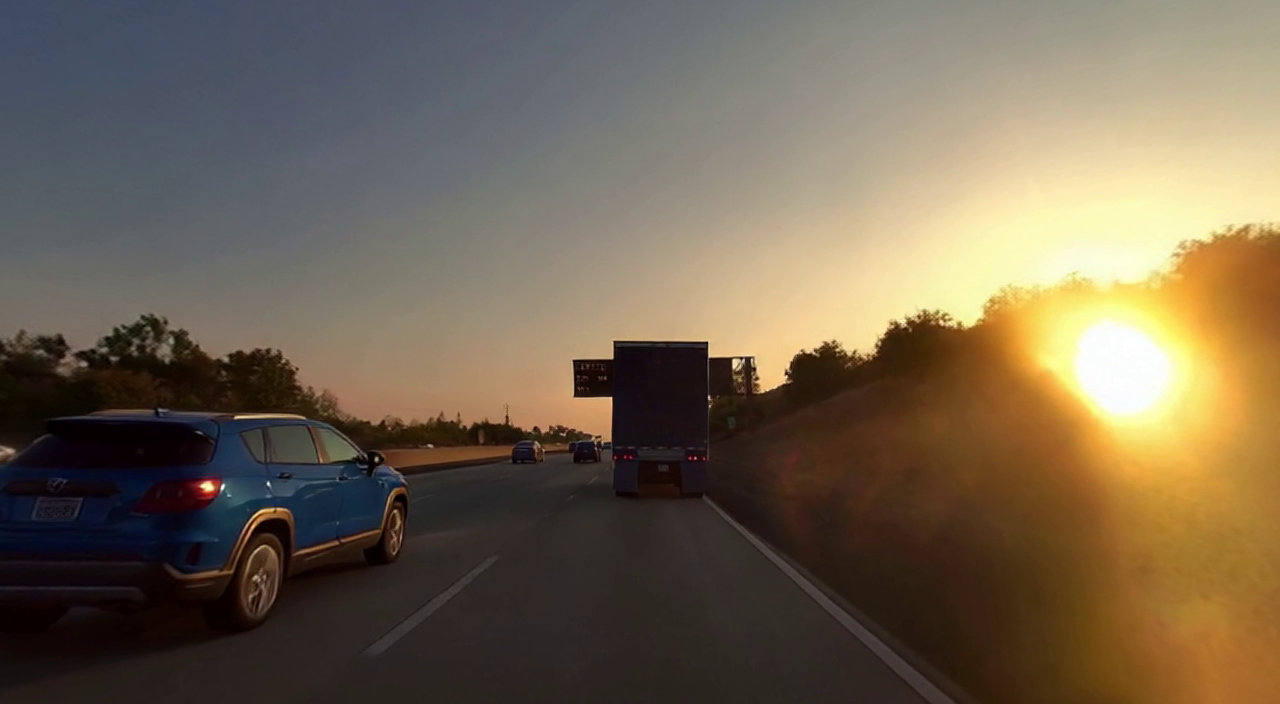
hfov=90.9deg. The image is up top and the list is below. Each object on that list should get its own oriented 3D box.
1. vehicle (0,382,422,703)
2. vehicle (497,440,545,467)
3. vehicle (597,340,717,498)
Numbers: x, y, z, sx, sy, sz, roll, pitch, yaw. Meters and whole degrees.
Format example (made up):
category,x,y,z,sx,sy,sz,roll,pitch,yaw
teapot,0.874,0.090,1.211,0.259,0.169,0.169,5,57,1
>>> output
category,x,y,z,sx,sy,sz,roll,pitch,yaw
vehicle,-3.751,1.311,5.503,2.077,1.671,4.249,0,-9,1
vehicle,-6.894,5.951,37.108,1.882,1.451,4.416,0,-9,1
vehicle,0.411,2.397,20.638,2.870,3.841,10.653,0,-9,0
